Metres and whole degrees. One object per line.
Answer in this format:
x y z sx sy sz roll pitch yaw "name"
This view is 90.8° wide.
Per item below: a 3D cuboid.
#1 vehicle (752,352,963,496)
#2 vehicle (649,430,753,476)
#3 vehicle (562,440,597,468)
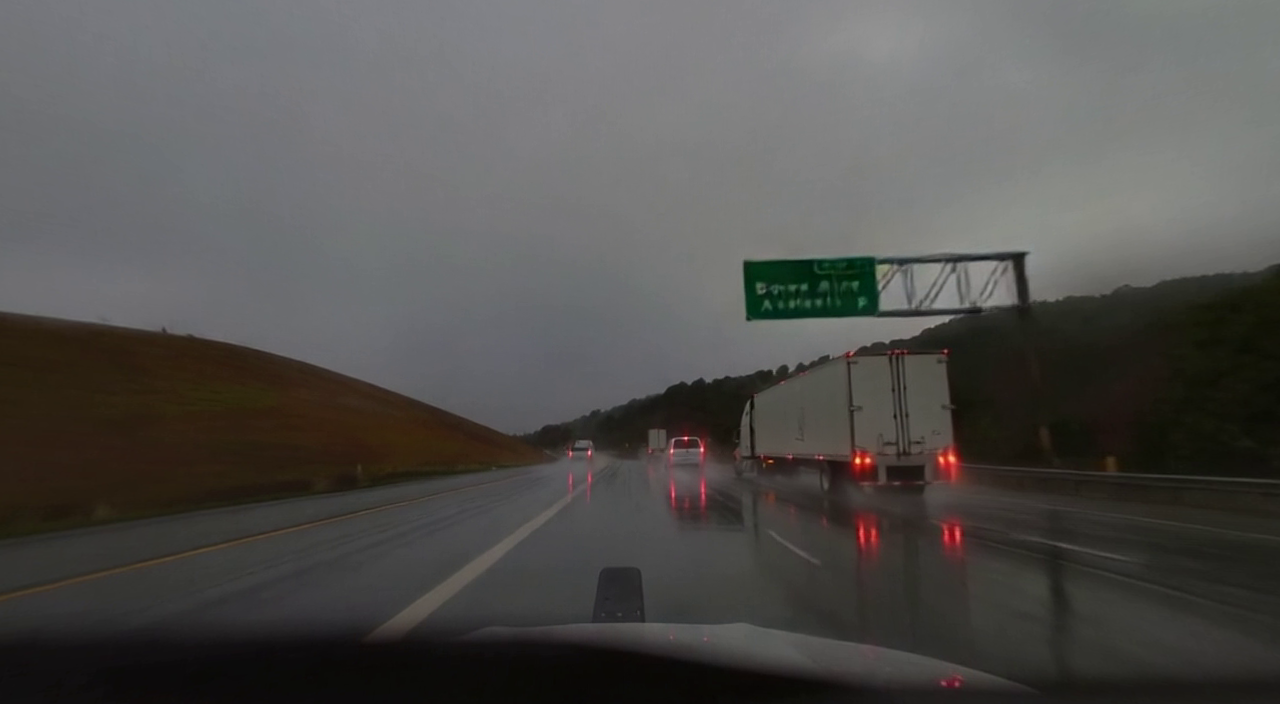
7.761 3.306 26.614 2.935 4.187 16.357 0 -9 -1 "vehicle"
3.064 5.206 32.713 5.075 2.277 2.365 0 -9 -3 "vehicle"
-4.523 7.708 47.694 2.193 1.977 4.759 0 -9 0 "vehicle"
